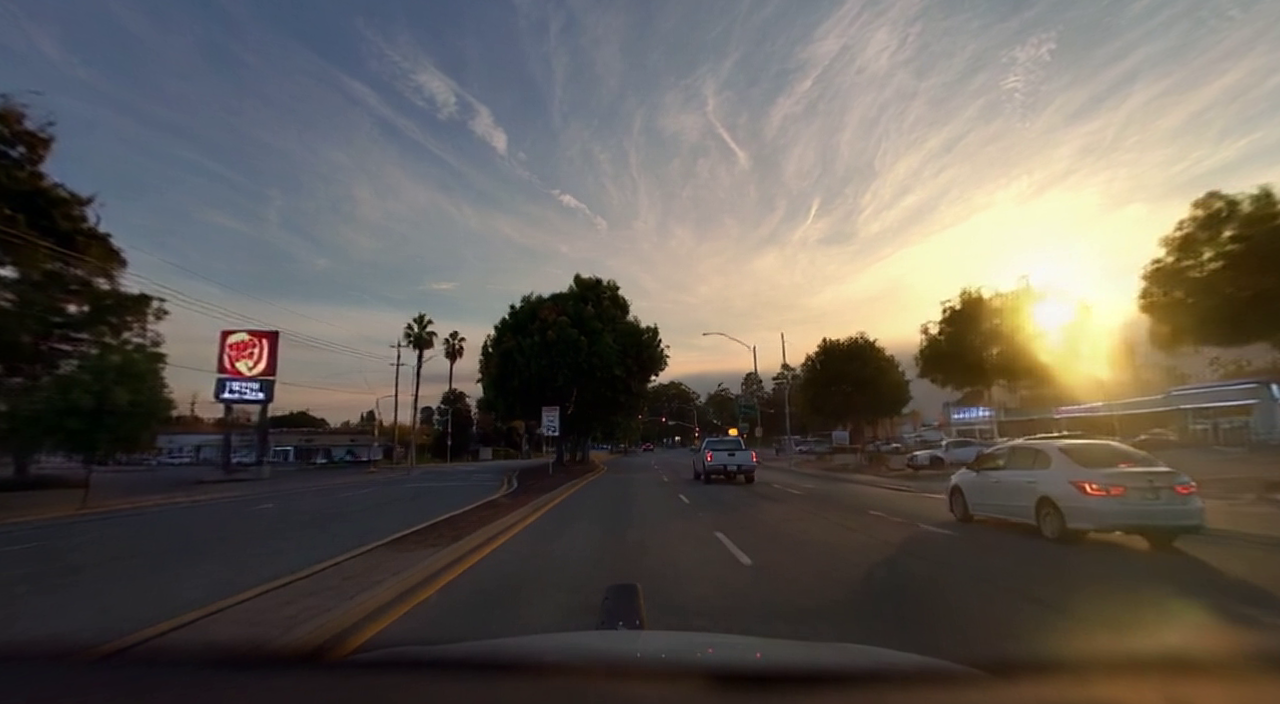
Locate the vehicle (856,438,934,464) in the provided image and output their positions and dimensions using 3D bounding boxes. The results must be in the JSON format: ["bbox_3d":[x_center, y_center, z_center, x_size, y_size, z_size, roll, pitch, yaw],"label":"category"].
[{"bbox_3d":[17.672,6.907,43.984,4.466,1.707,2.092,0,-9,-1],"label":"vehicle"}]

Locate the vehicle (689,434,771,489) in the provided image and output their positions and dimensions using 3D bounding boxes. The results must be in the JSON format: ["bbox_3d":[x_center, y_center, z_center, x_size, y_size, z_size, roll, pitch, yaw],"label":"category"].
[{"bbox_3d":[3.094,3.913,22.850,2.214,1.749,4.998,0,-9,0],"label":"vehicle"}]

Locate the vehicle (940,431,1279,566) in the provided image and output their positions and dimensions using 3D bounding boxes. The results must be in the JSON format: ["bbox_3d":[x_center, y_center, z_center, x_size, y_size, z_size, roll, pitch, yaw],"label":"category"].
[{"bbox_3d":[6.476,1.965,9.216,1.986,1.480,4.296,0,-9,-1],"label":"vehicle"}]
